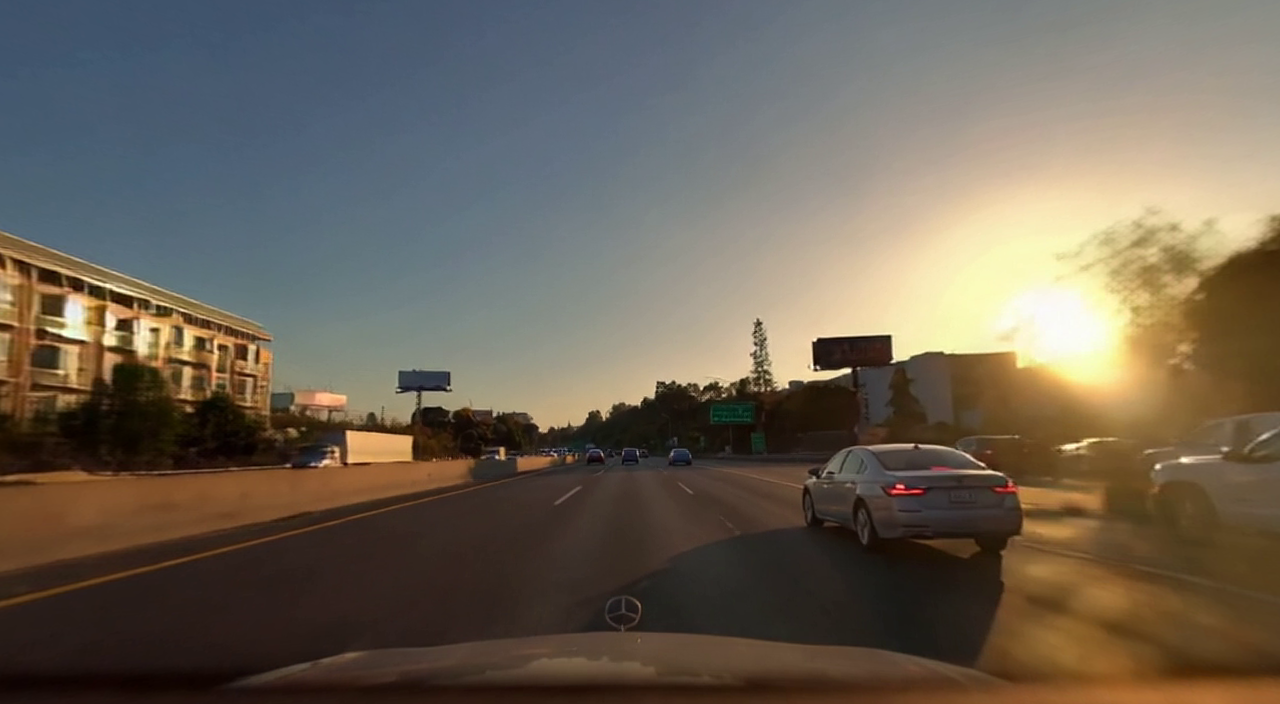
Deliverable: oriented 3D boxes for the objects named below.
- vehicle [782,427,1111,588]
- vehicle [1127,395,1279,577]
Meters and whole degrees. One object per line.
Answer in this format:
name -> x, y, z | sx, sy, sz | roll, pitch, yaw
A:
vehicle -> 3.445, 1.848, 8.342 | 1.987, 1.509, 4.512 | 0, -9, -1
vehicle -> 7.461, 1.229, 5.686 | 2.176, 1.793, 4.841 | 0, -9, -1
